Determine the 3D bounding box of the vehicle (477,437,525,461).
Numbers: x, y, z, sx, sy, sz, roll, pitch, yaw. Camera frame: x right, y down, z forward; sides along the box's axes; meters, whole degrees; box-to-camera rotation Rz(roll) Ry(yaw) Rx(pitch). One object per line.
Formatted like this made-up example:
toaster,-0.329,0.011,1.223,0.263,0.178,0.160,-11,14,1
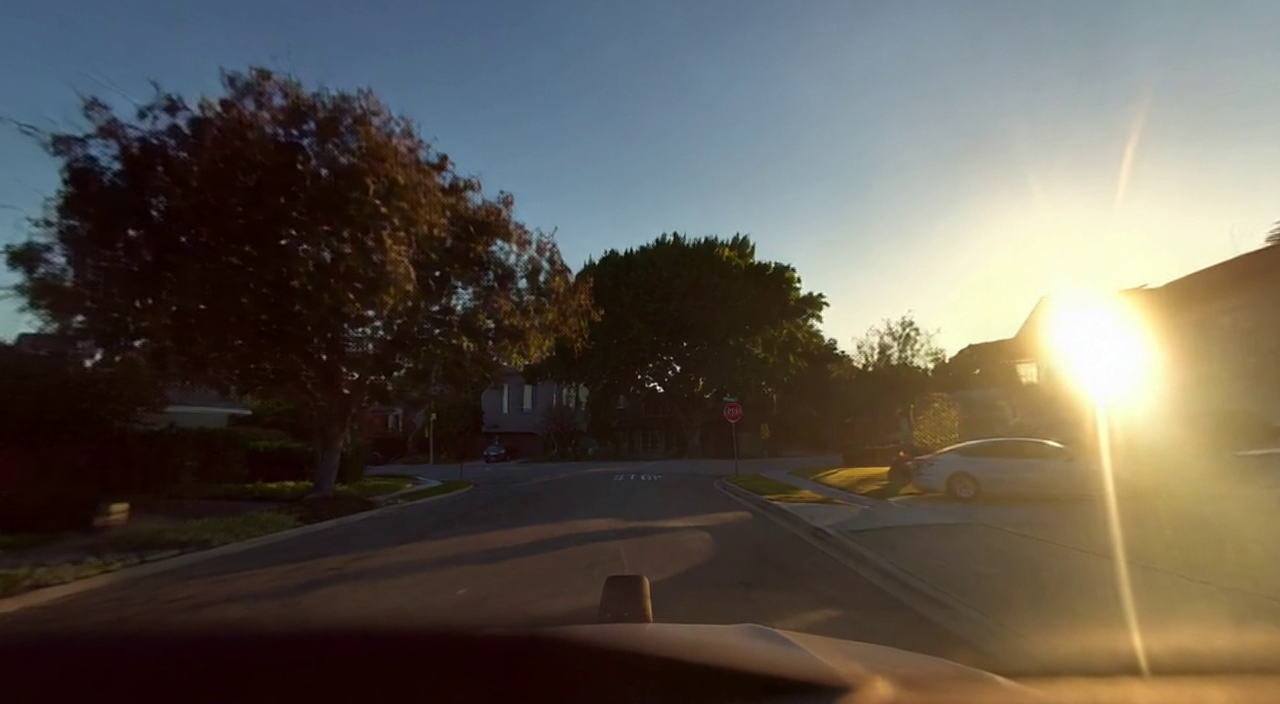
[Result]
vehicle,-10.706,7.521,48.824,1.883,1.732,4.038,-2,-9,15

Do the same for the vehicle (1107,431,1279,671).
vehicle,5.910,1.226,4.078,4.229,1.402,1.811,-1,-9,3

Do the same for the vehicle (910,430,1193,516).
vehicle,8.071,2.400,12.926,4.477,1.506,1.834,-4,-9,26
